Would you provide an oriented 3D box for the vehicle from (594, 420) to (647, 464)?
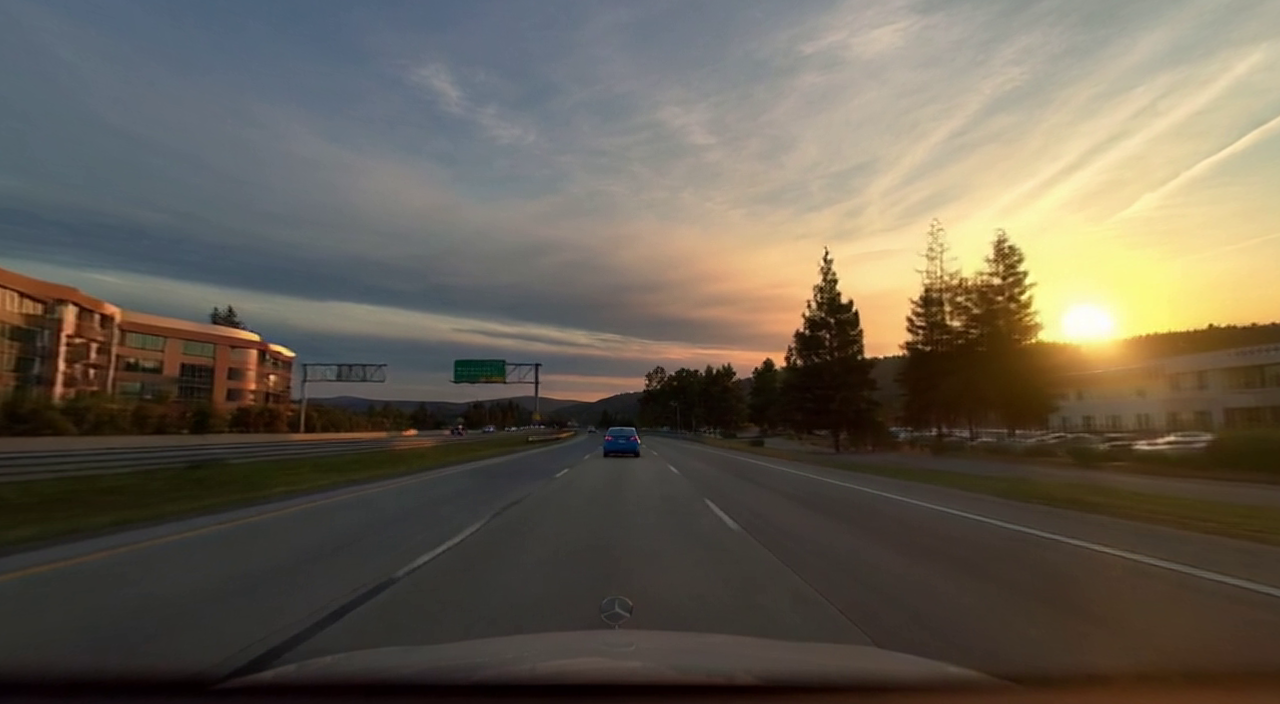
[{"bbox_3d":[-0.784,3.681,25.904,2.020,1.633,3.942,0,-7,-2],"label":"vehicle"}]
